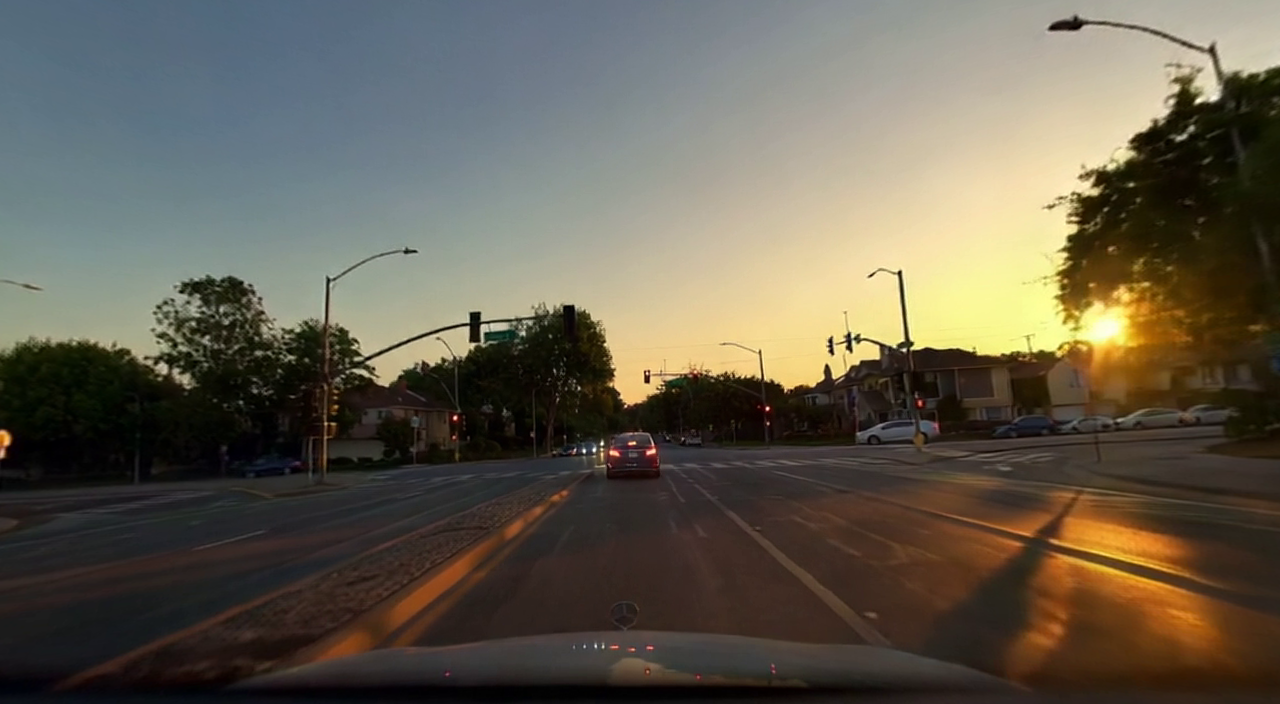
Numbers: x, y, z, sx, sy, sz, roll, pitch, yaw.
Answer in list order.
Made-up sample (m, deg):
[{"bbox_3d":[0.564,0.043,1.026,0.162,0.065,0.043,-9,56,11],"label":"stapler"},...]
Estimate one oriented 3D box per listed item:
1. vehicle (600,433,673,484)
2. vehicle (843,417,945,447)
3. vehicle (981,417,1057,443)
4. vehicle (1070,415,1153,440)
[{"bbox_3d":[-0.023,3.691,22.296,2.074,1.570,3.647,1,-8,7],"label":"vehicle"},{"bbox_3d":[17.932,5.672,44.839,6.025,2.000,2.876,1,-7,-2],"label":"vehicle"},{"bbox_3d":[28.649,5.945,47.827,4.557,1.899,1.996,1,-8,-5],"label":"vehicle"},{"bbox_3d":[35.917,5.732,48.163,4.735,1.784,2.094,1,-7,-3],"label":"vehicle"}]
